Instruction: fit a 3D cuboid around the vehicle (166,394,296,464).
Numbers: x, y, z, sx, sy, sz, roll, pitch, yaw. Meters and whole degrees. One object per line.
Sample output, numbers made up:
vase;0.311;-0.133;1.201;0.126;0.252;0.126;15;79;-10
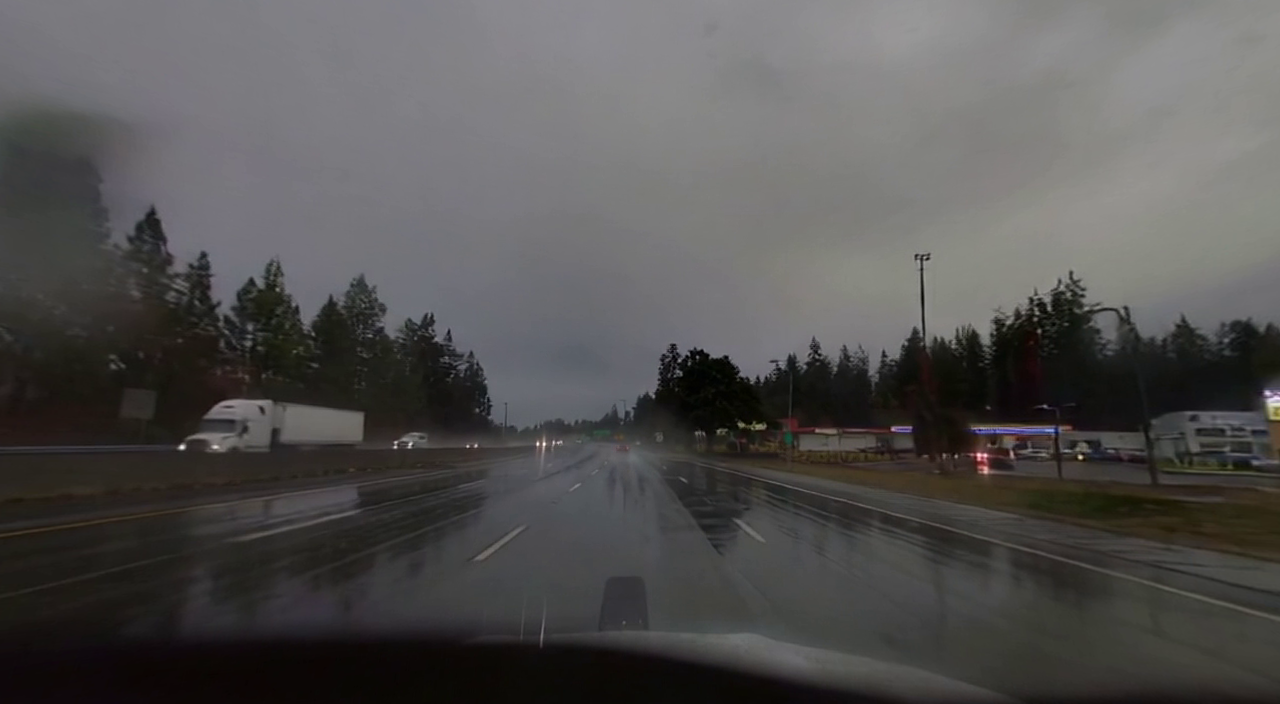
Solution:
vehicle;-25.961;5.029;40.723;3.010;4.051;8.115;0;-8;-2
